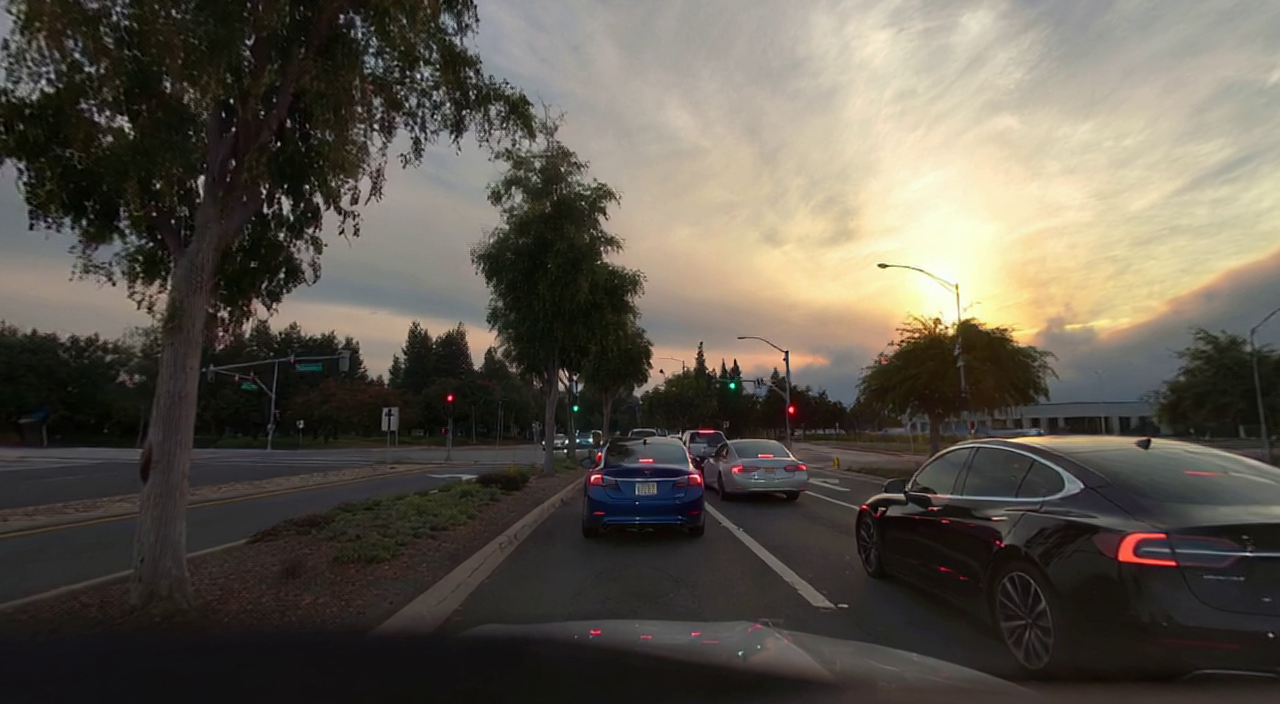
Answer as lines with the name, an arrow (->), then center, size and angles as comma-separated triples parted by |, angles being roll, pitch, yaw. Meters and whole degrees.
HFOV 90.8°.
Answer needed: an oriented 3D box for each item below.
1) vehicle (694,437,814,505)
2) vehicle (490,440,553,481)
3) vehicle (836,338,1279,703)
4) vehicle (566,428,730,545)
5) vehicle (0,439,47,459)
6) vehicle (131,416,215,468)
vehicle -> 2.694, 2.929, 16.034 | 2.058, 1.466, 4.208 | 0, -8, -3
vehicle -> -4.627, 4.286, 25.250 | 1.972, 1.457, 4.171 | 0, -8, -4
vehicle -> 3.186, 1.106, 4.302 | 2.167, 1.676, 4.443 | 0, -8, -1
vehicle -> 0.027, 2.081, 10.467 | 2.147, 1.499, 4.240 | 0, -8, -2
vehicle -> -48.295, 7.360, 47.975 | 4.418, 1.415, 1.941 | 0, -8, -1
vehicle -> -29.271, 5.640, 39.701 | 2.608, 2.990, 3.026 | 2, -8, 2
